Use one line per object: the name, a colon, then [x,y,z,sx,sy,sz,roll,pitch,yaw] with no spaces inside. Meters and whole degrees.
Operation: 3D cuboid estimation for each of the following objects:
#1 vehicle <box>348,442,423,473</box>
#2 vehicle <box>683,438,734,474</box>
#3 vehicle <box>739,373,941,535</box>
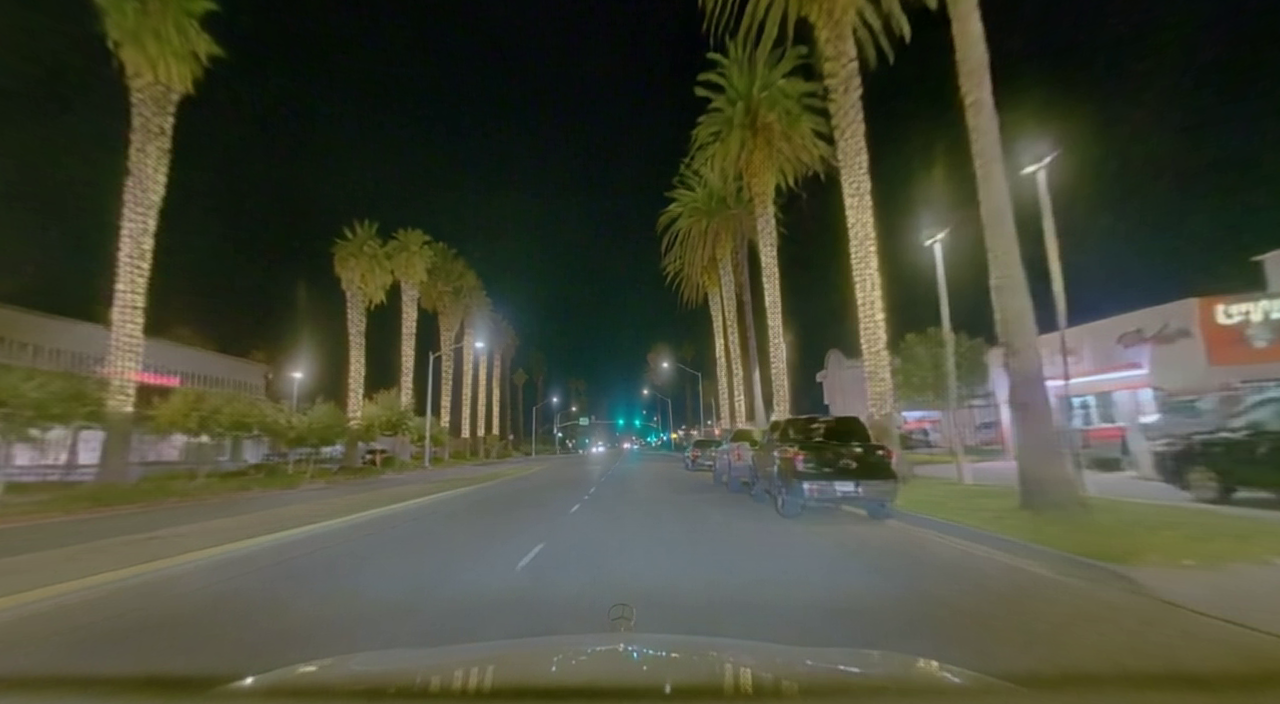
vehicle: [-19.484,8.003,48.178,6.167,2.125,2.526,-7,-10,38]
vehicle: [3.586,5.529,33.745,2.138,1.743,4.363,0,-9,-1]
vehicle: [3.606,2.020,12.872,2.221,2.552,5.594,0,-9,0]
